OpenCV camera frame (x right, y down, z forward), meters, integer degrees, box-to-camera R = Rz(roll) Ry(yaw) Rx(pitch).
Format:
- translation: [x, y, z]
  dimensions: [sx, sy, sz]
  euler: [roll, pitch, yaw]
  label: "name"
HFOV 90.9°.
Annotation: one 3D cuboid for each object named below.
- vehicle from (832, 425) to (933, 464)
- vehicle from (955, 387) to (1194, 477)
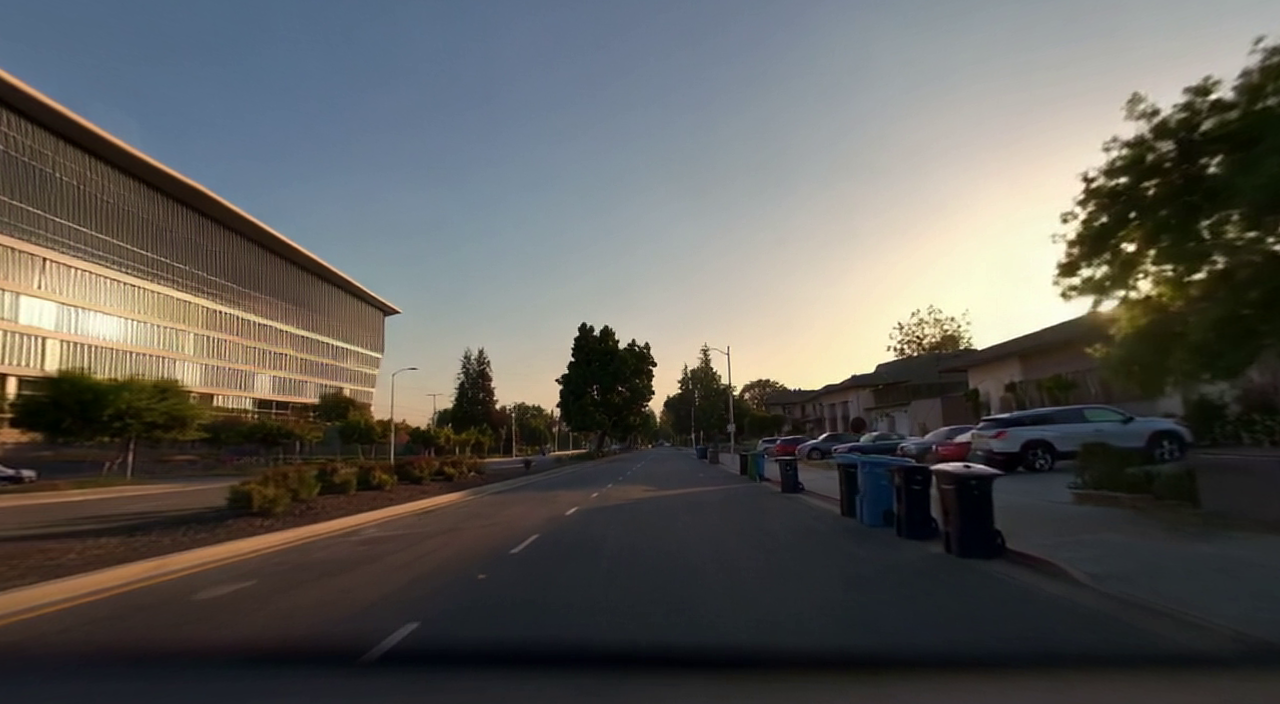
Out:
- translation: [12.845, 4.947, 33.594]
  dimensions: [4.478, 1.578, 1.944]
  euler: [-6, -9, 2]
  label: "vehicle"
- translation: [12.473, 2.368, 18.449]
  dimensions: [5.136, 1.945, 2.153]
  euler: [-6, -9, 3]
  label: "vehicle"
